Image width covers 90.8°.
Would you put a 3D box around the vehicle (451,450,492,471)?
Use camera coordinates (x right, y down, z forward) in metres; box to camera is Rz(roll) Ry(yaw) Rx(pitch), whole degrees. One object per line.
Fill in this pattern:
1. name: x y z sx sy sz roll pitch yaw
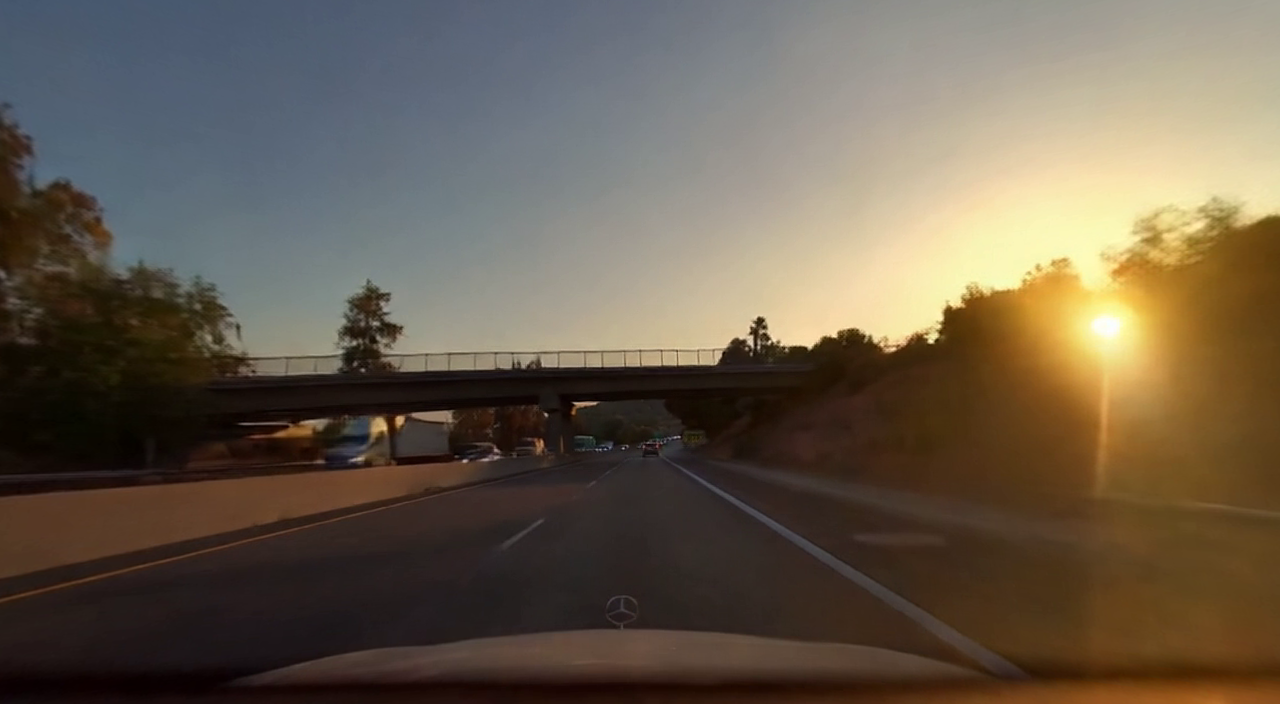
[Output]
1. vehicle: -12.506 8.092 47.096 1.897 1.461 4.172 0 -9 1

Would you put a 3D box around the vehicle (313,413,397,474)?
1. vehicle: -20.060 6.569 44.881 3.007 4.007 5.965 0 -9 1
